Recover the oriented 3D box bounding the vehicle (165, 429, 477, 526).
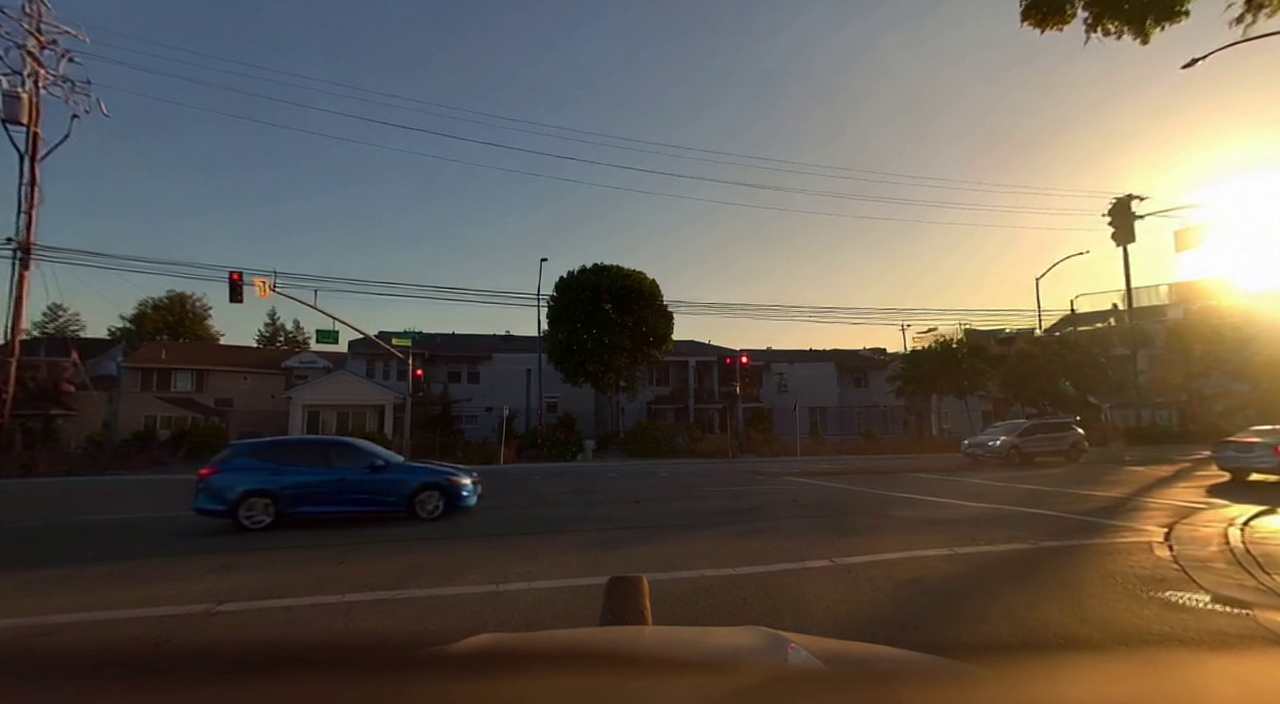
[{"bbox_3d":[-5.340,2.164,11.342,4.610,1.476,2.021,2,-9,-14],"label":"vehicle"}]
